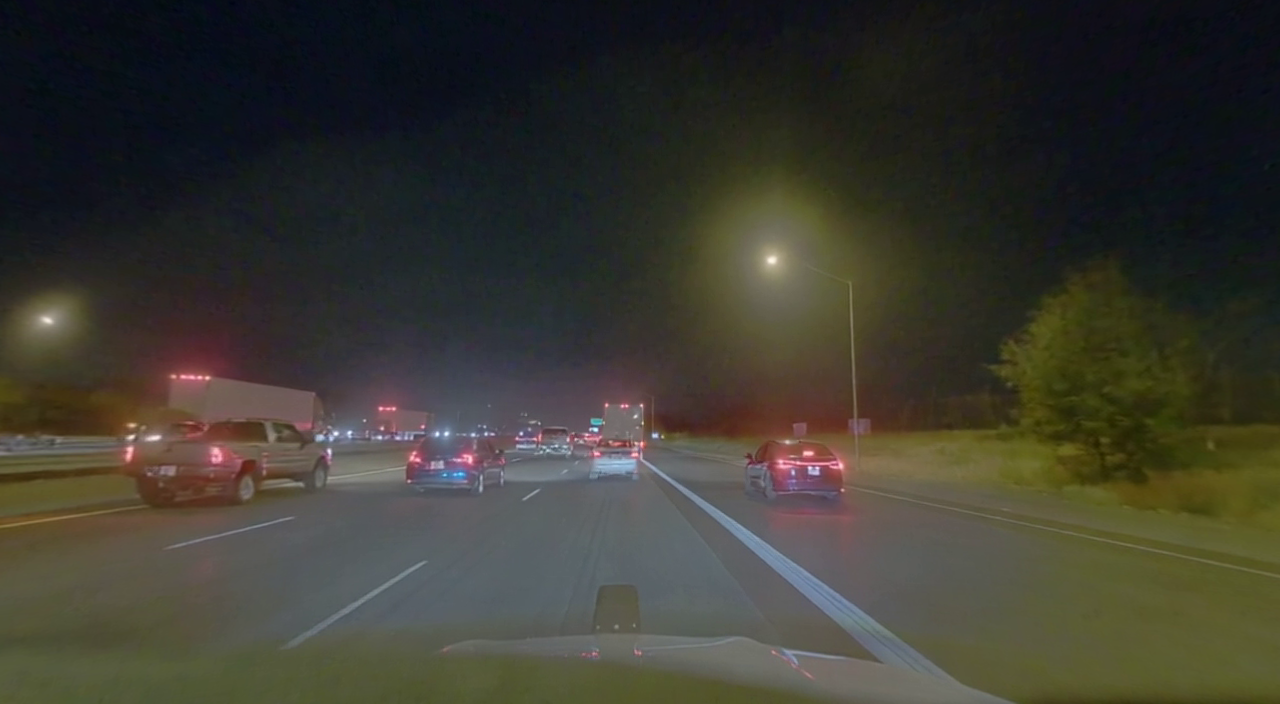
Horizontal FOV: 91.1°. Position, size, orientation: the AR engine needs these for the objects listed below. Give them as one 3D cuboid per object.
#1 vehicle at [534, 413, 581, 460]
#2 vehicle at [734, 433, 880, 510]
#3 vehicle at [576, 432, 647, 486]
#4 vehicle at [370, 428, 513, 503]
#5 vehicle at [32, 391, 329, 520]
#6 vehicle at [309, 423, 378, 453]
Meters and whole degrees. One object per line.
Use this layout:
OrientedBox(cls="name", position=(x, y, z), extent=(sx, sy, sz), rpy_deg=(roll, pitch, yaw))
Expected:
OrientedBox(cls="vehicle", position=(-4.972, 5.218, 38.685), extent=(2.303, 2.610, 6.579), rpy_deg=(0, -8, -3))
OrientedBox(cls="vehicle", position=(3.583, 2.620, 14.467), extent=(1.981, 1.474, 4.396), rpy_deg=(0, -8, -2))
OrientedBox(cls="vehicle", position=(-0.859, 3.257, 19.506), extent=(1.980, 1.478, 3.758), rpy_deg=(0, -8, -2))
OrientedBox(cls="vehicle", position=(-4.475, 2.610, 14.992), extent=(2.046, 1.493, 4.384), rpy_deg=(0, -8, -1))
OrientedBox(cls="vehicle", position=(-8.181, 1.892, 11.977), extent=(2.158, 1.943, 4.662), rpy_deg=(0, -8, -1))
OrientedBox(cls="vehicle", position=(-16.024, 4.676, 34.251), extent=(1.831, 1.512, 4.273), rpy_deg=(0, -8, -2))
